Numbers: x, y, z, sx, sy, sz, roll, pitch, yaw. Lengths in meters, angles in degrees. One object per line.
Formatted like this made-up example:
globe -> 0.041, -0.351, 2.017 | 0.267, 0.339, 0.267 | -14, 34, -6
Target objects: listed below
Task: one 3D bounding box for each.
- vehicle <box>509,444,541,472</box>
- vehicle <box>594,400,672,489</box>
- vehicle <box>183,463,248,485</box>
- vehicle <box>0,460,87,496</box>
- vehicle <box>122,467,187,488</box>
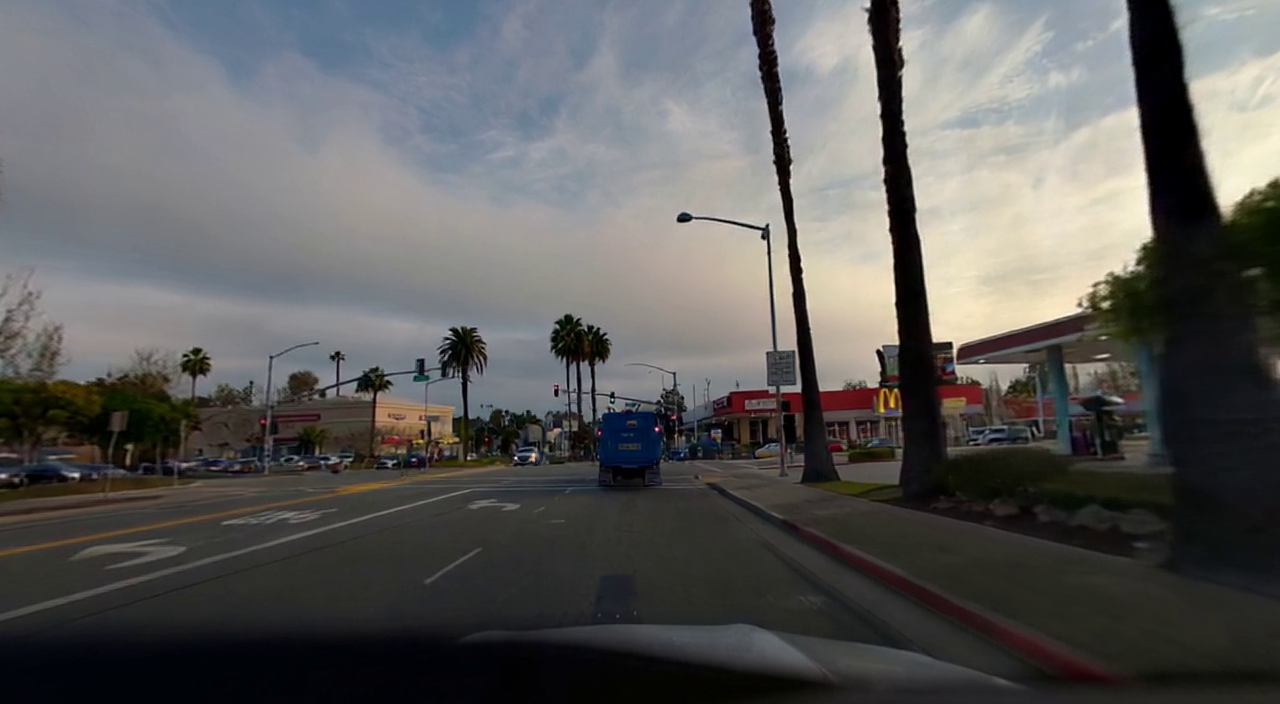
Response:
vehicle -> -7.576, 6.981, 41.864 | 1.997, 1.679, 4.263 | 1, -8, -9
vehicle -> -0.081, 3.516, 24.096 | 2.463, 2.954, 5.938 | -1, -8, 4
vehicle -> -31.115, 8.921, 46.443 | 1.766, 1.428, 4.337 | 0, -8, 1
vehicle -> -28.311, 5.694, 28.568 | 4.568, 1.466, 1.848 | 4, -9, -27
vehicle -> -35.836, 9.258, 46.723 | 1.834, 1.383, 3.707 | 0, -8, 0
